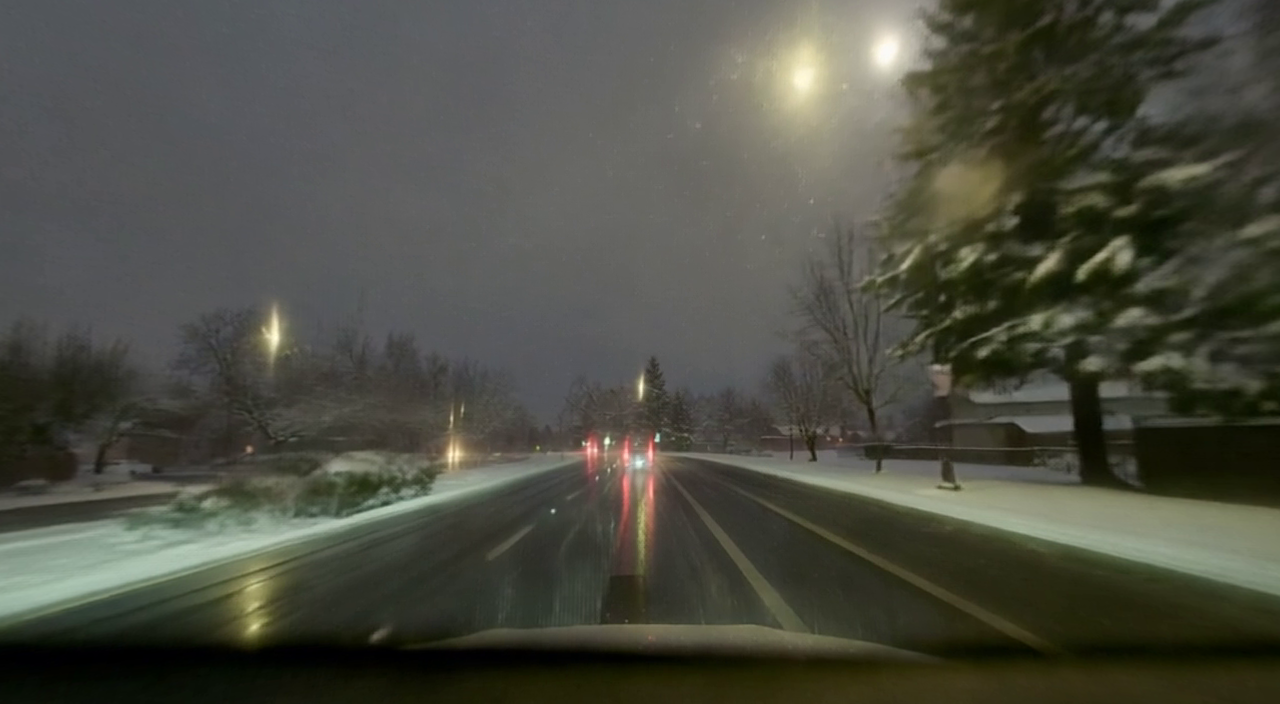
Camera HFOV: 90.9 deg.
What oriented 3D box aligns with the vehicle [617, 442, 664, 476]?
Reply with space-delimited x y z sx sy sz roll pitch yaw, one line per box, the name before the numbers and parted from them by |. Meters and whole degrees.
vehicle | 0.015 4.931 29.212 2.009 1.456 4.003 0 -8 0
